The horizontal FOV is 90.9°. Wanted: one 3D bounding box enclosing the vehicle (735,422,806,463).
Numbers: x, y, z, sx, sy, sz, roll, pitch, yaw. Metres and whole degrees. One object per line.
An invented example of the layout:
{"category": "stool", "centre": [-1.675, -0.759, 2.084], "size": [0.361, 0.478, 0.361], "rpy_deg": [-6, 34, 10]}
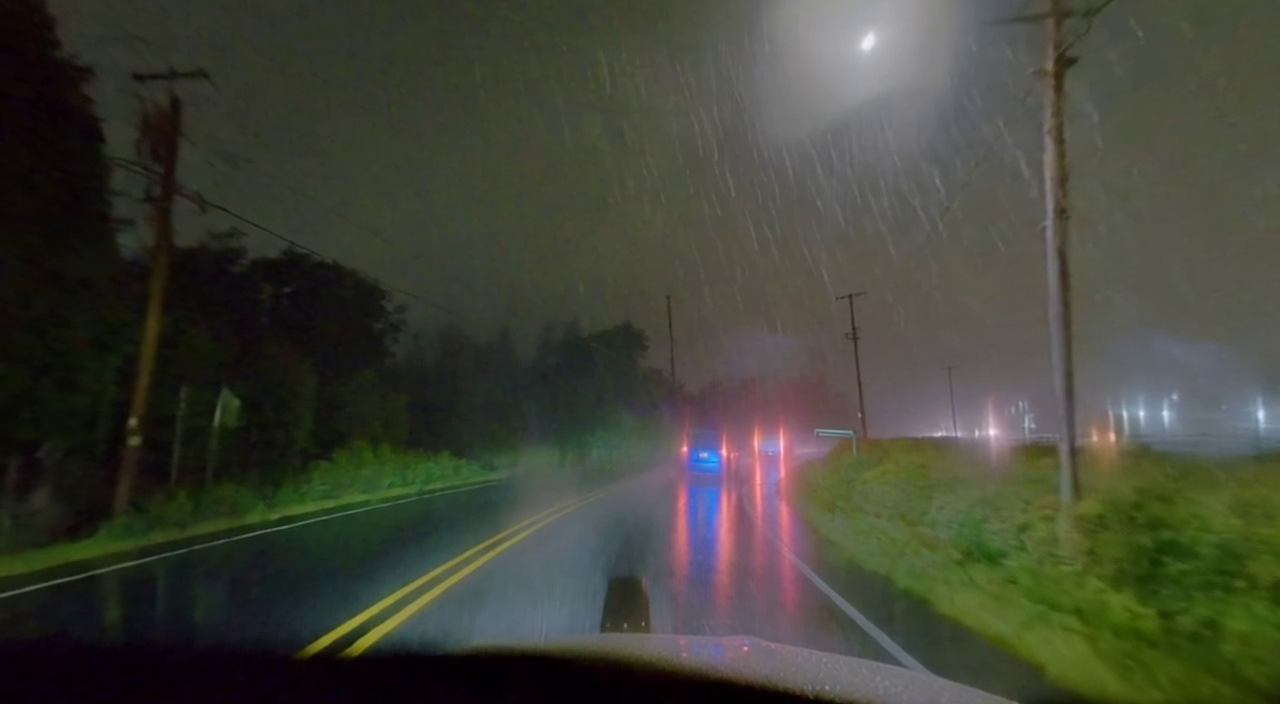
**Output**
{"category": "vehicle", "centre": [7.668, 5.217, 36.425], "size": [2.376, 2.145, 5.953], "rpy_deg": [-4, -9, 27]}

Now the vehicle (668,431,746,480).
{"category": "vehicle", "centre": [2.538, 3.735, 23.021], "size": [2.157, 1.565, 4.243], "rpy_deg": [-2, -9, 15]}
